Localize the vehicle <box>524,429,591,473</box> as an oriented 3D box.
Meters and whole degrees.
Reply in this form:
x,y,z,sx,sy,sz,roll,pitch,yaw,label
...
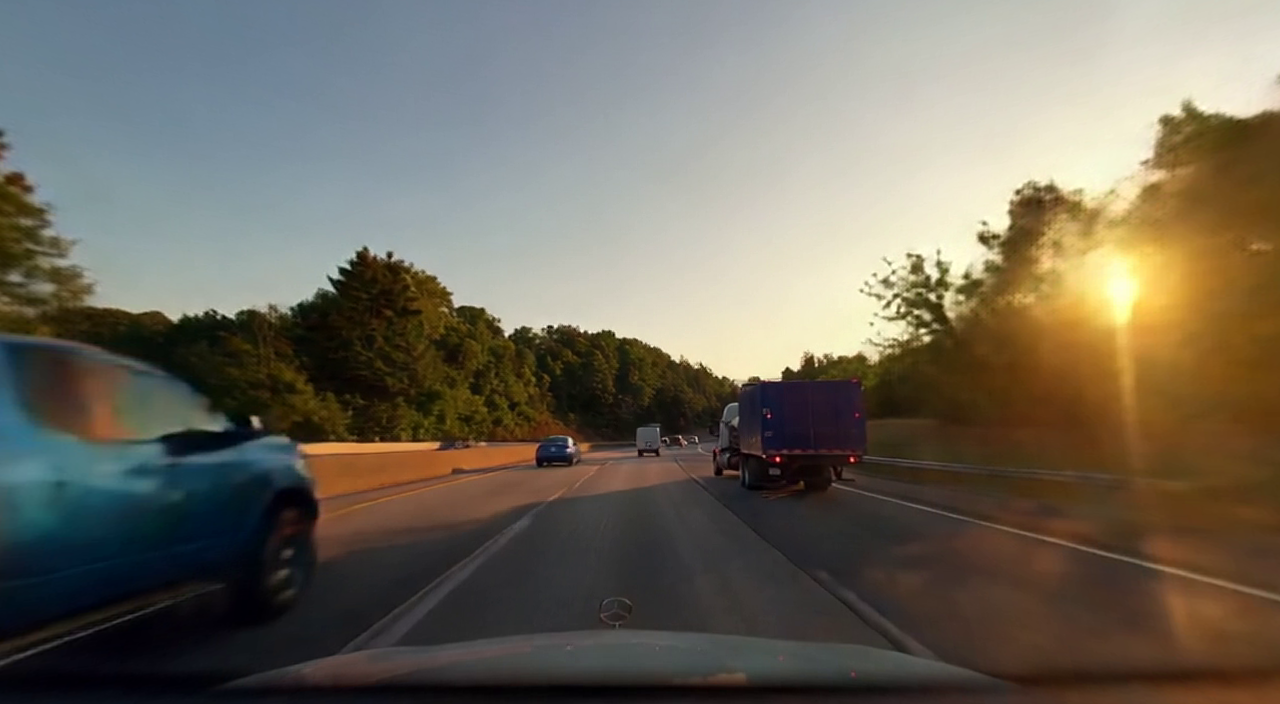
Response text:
x,y,z,sx,sy,sz,roll,pitch,yaw,label
-3.157,3.877,24.955,2.008,1.588,4.147,0,-8,1,vehicle

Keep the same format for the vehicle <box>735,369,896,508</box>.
x,y,z,sx,sy,sz,roll,pitch,yaw,label
3.565,1.869,13.778,2.256,2.568,4.049,0,-8,-1,vehicle

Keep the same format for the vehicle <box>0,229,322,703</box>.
x,y,z,sx,sy,sz,roll,pitch,yaw,label
-3.301,0.542,1.890,2.204,1.991,4.720,0,-8,0,vehicle
